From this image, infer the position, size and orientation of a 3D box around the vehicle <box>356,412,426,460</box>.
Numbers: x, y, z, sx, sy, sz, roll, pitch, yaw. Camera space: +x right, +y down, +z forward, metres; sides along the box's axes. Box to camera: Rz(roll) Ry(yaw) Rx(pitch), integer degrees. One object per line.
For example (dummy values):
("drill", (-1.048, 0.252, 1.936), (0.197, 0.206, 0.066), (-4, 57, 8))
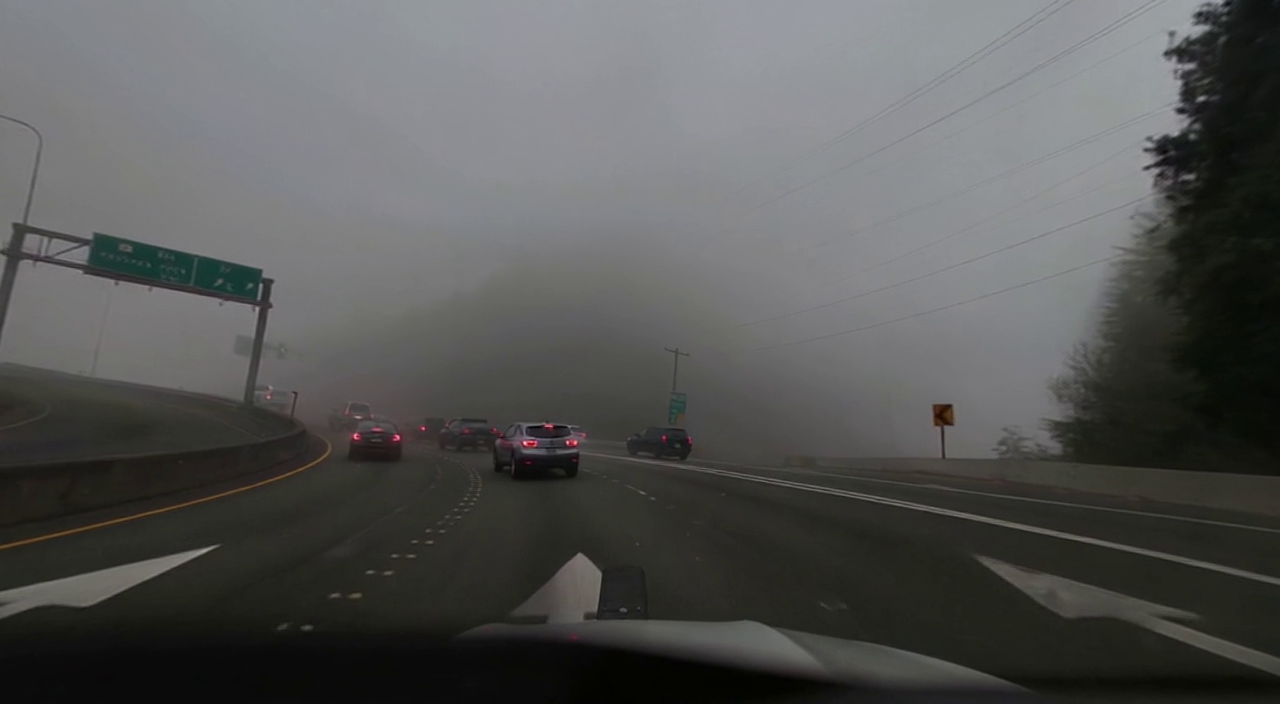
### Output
("vehicle", (-8.877, 3.011, 22.342), (2.033, 1.501, 4.623), (4, -9, -23))

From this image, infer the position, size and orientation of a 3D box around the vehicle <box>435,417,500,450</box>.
("vehicle", (-8.272, 3.927, 30.012), (1.832, 1.473, 4.364), (5, -10, -31))

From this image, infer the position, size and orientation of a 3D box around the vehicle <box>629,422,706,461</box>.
("vehicle", (1.286, 4.572, 32.044), (2.079, 1.807, 4.682), (3, -9, -22))

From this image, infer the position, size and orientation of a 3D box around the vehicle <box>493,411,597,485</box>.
("vehicle", (-2.718, 2.604, 17.176), (2.140, 1.724, 4.304), (3, -9, -17))
